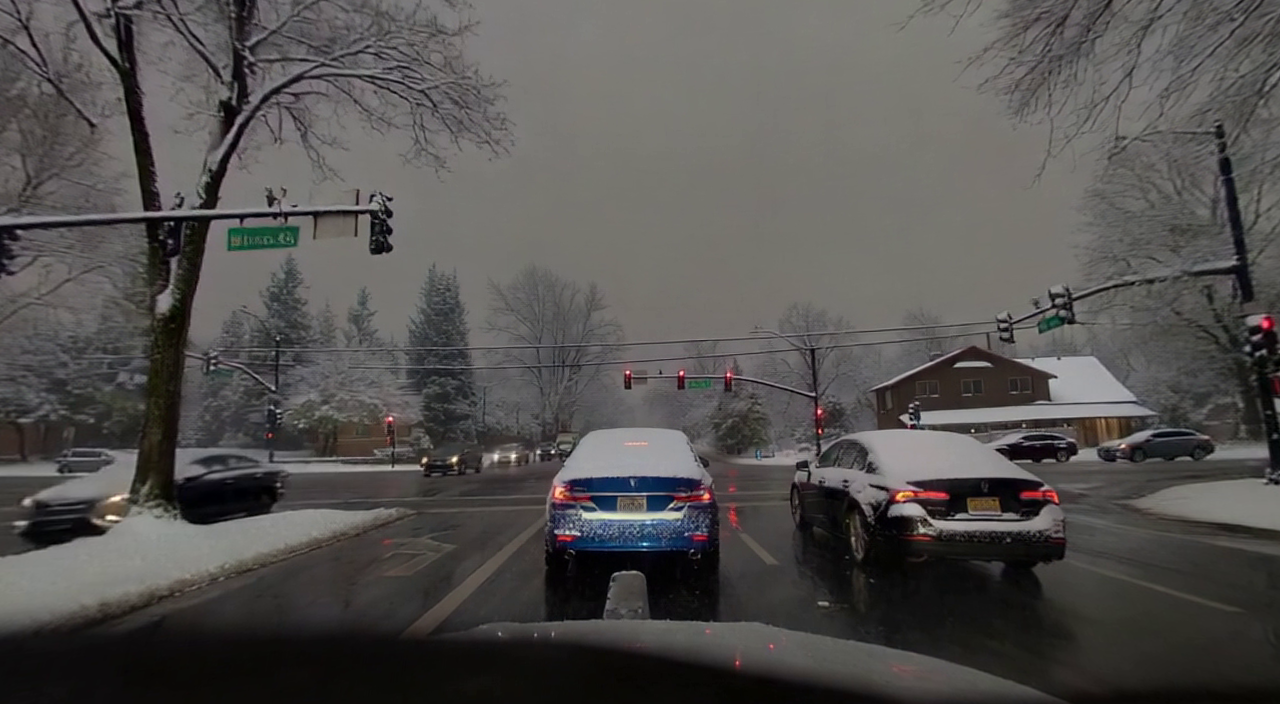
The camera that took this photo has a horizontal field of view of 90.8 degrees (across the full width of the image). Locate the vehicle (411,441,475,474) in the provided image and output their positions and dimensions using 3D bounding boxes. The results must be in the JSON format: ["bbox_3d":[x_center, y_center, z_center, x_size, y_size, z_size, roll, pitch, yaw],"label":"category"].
[{"bbox_3d":[-10.675,5.741,34.617,1.973,1.669,4.434,0,-8,1],"label":"vehicle"}]

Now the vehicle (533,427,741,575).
[{"bbox_3d":[-0.056,1.816,8.509,2.103,1.478,4.073,0,-8,-1],"label":"vehicle"}]

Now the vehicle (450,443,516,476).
[{"bbox_3d":[-7.567,5.210,30.970,2.003,1.480,4.633,0,-8,0],"label":"vehicle"}]

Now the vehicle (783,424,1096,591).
[{"bbox_3d":[3.210,1.732,7.889,1.913,1.505,4.097,0,-8,1],"label":"vehicle"}]

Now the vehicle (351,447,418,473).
[{"bbox_3d":[-17.381,7.319,43.280,1.893,1.658,4.474,-2,-9,14],"label":"vehicle"}]

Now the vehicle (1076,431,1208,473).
[{"bbox_3d":[23.985,4.787,30.315,4.520,1.762,2.005,-2,-8,-1],"label":"vehicle"}]

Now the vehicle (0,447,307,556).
[{"bbox_3d":[-7.599,2.254,10.307,2.040,1.374,4.150,0,-8,0],"label":"vehicle"}]
